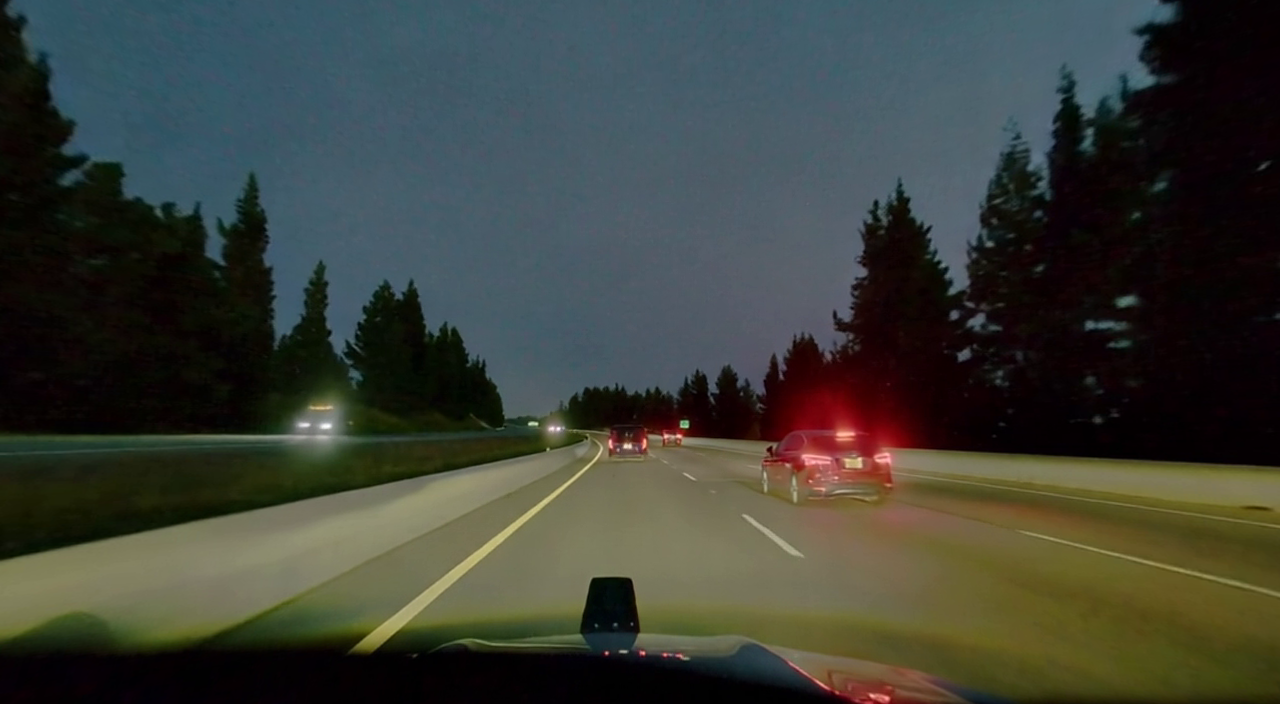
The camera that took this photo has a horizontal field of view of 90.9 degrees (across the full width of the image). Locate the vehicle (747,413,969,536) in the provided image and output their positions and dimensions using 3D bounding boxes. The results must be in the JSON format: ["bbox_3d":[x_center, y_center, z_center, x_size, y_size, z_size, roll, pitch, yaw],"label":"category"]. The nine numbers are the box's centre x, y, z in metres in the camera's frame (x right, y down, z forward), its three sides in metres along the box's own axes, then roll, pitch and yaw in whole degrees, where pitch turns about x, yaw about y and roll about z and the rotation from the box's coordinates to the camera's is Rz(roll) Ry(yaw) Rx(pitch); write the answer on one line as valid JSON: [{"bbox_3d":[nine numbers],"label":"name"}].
[{"bbox_3d":[3.243,1.899,10.407,2.078,1.600,4.012,0,-8,-2],"label":"vehicle"}]

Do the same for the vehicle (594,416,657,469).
[{"bbox_3d":[-0.602,3.775,26.360,2.403,1.994,4.683,0,-8,-1],"label":"vehicle"}]

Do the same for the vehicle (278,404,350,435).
[{"bbox_3d":[-22.831,4.831,44.474,2.272,1.959,5.410,0,-8,-2],"label":"vehicle"}]
